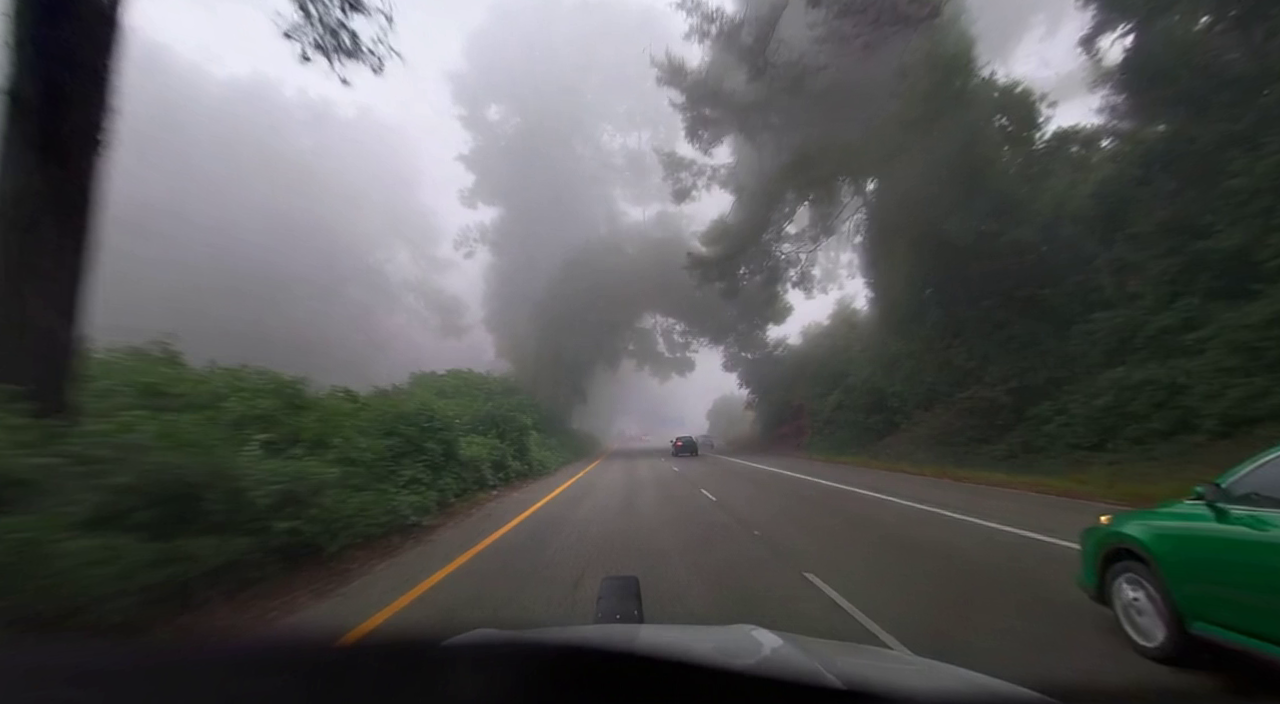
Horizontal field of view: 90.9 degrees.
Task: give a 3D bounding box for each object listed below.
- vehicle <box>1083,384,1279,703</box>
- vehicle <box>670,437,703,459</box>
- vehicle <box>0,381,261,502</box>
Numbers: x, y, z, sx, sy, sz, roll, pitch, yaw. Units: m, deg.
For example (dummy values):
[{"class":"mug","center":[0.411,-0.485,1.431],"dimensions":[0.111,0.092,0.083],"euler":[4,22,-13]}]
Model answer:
[{"class":"vehicle","center":[3.468,0.689,1.119],"dimensions":[1.981,1.475,4.579],"euler":[0,-8,-1]},{"class":"vehicle","center":[3.179,6.594,43.564],"dimensions":[1.819,1.468,3.770],"euler":[0,-8,-2]},{"class":"vehicle","center":[-19.032,3.377,24.049],"dimensions":[2.975,3.570,10.091],"euler":[-2,-8,-1]}]
